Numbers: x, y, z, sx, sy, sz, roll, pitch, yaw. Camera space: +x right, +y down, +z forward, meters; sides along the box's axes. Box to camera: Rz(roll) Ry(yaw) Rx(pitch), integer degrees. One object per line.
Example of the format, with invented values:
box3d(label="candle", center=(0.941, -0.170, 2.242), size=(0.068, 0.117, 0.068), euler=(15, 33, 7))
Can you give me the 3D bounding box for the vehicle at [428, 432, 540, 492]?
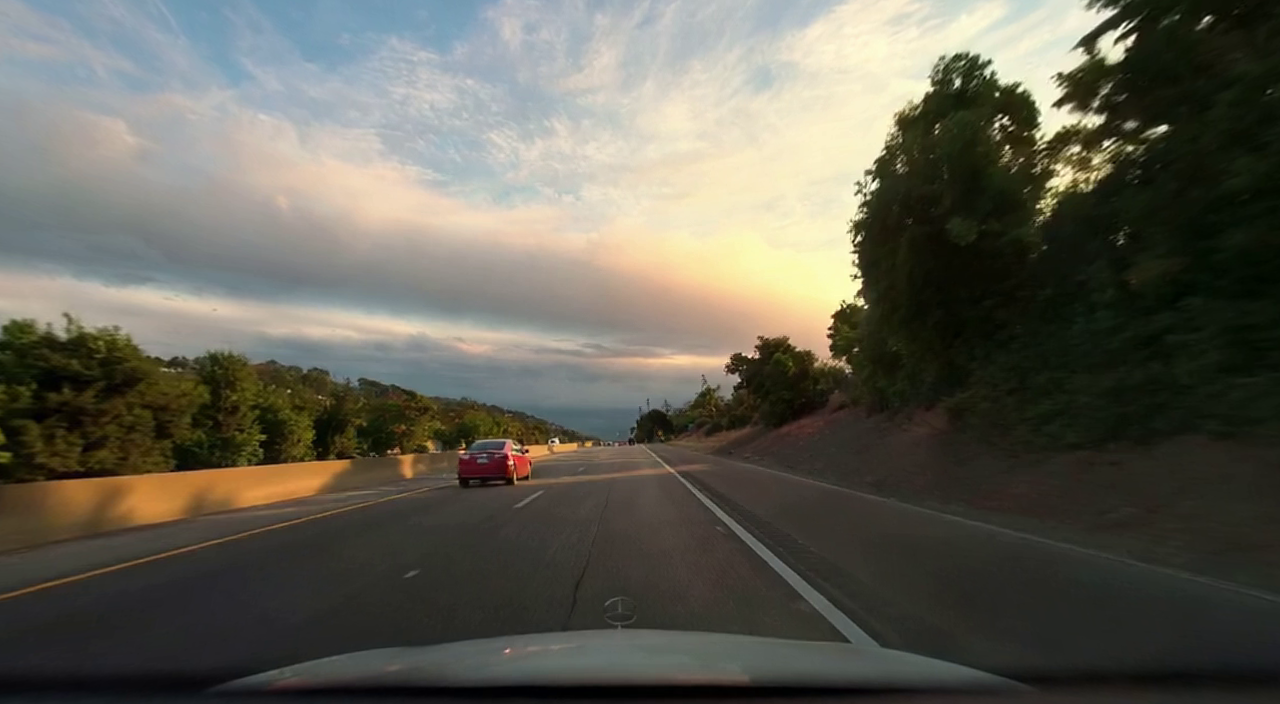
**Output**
box3d(label="vehicle", center=(-4.271, 3.050, 17.969), size=(2.063, 1.496, 4.225), euler=(0, -8, 1))
